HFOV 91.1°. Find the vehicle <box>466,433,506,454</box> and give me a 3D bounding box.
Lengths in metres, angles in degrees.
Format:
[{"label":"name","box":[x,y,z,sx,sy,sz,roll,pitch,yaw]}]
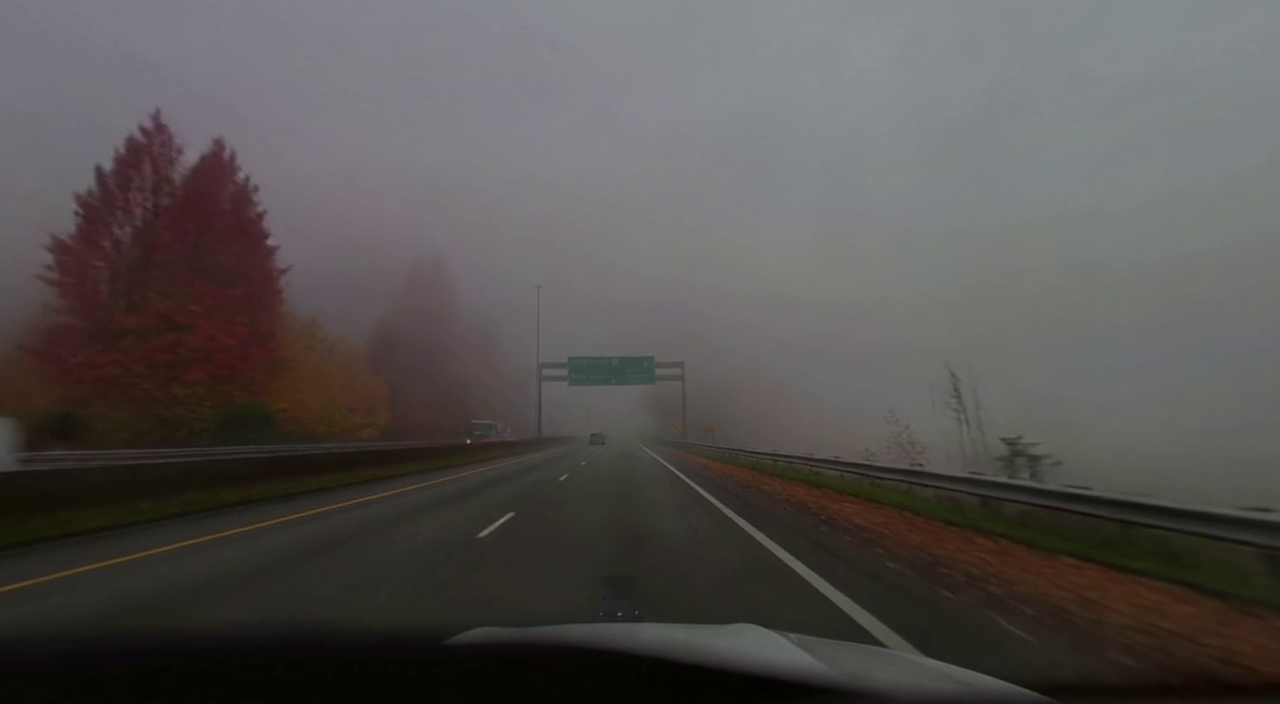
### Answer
[{"label":"vehicle","box":[-12.060,7.190,49.420,2.019,1.587,4.564,0,-8,0]}]
